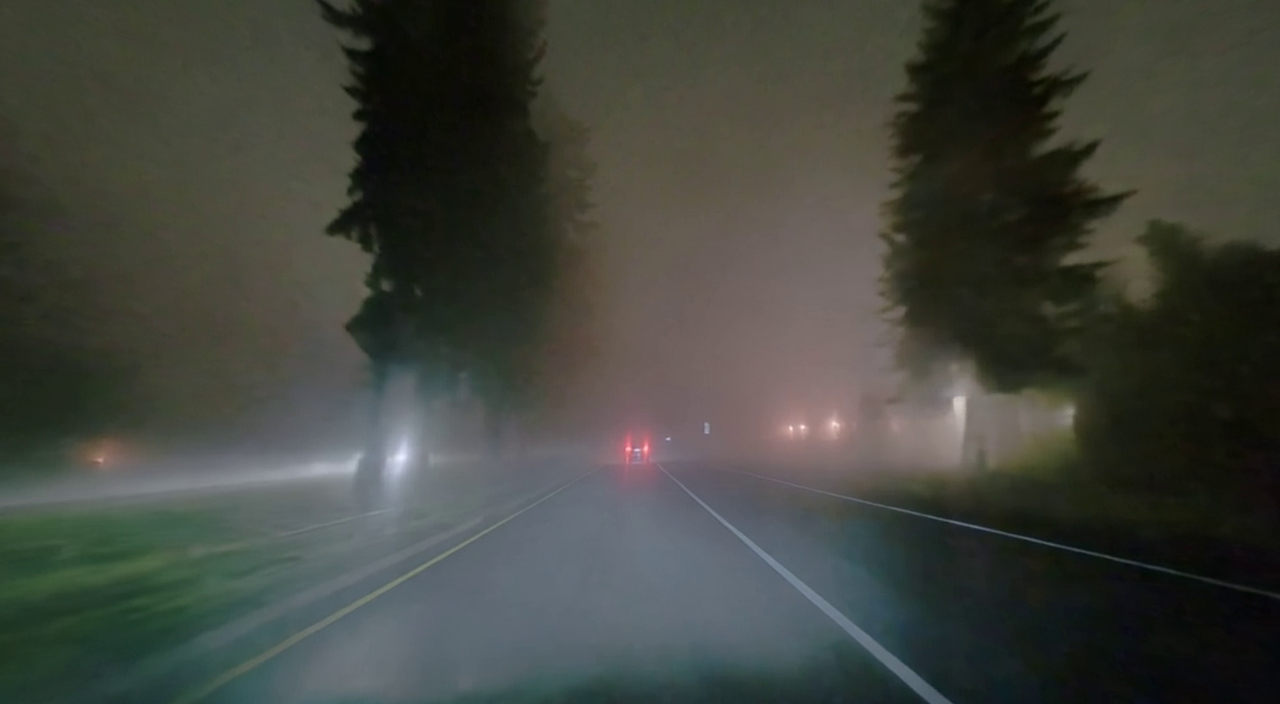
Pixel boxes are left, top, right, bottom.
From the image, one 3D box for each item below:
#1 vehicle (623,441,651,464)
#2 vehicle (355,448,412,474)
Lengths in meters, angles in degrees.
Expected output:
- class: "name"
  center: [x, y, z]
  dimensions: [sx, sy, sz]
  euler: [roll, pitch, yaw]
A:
- class: "vehicle"
  center: [-0.238, 7.513, 47.261]
  dimensions: [2.016, 1.665, 3.932]
  euler: [0, -8, -1]
- class: "vehicle"
  center: [-17.962, 7.638, 44.483]
  dimensions: [1.986, 1.649, 4.573]
  euler: [0, -8, 1]
